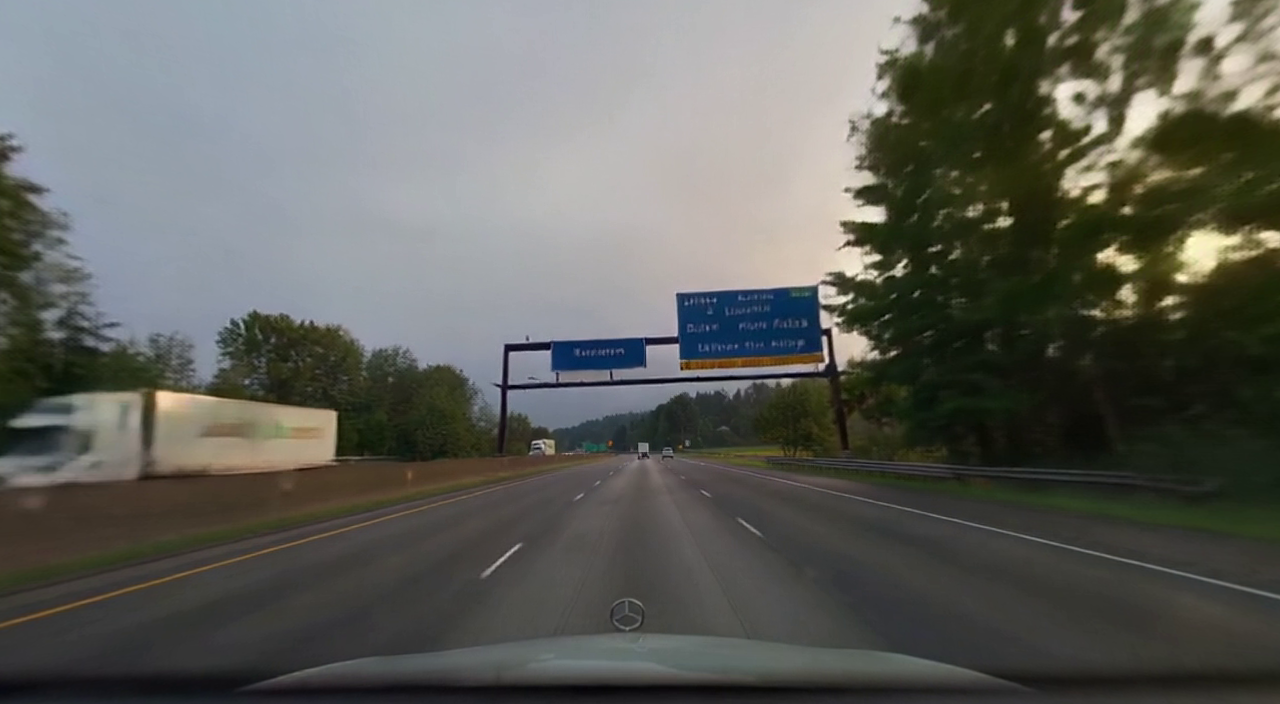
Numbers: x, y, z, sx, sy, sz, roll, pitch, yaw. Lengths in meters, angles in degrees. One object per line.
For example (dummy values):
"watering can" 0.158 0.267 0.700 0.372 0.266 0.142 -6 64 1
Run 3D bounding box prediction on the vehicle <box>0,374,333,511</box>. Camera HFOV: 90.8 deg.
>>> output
"vehicle" -19.136 4.055 27.863 2.880 4.226 16.398 0 -9 0
